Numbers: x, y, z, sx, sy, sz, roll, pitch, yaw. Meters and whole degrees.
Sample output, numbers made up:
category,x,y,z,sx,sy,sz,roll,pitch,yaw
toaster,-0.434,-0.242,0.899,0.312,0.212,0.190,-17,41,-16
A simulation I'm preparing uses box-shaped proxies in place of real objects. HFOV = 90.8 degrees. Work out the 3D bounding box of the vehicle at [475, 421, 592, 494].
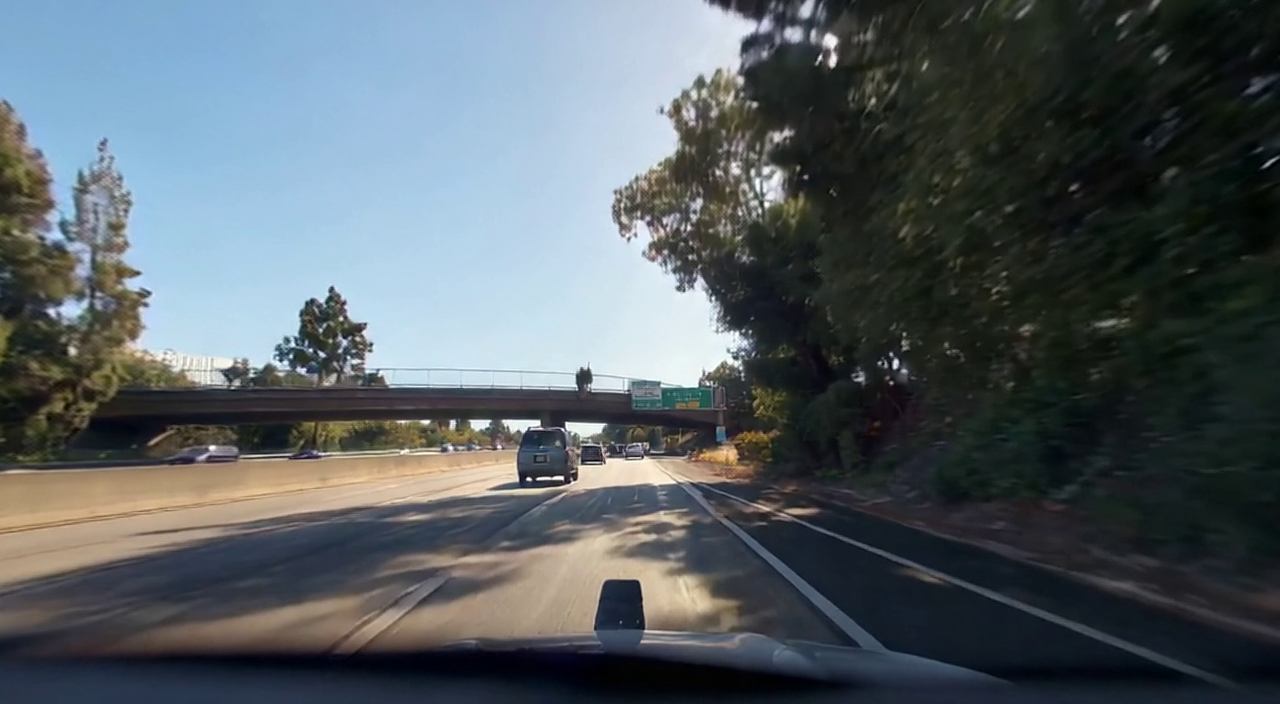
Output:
category,x,y,z,sx,sy,sz,roll,pitch,yaw
vehicle,-3.106,3.280,19.947,2.497,1.957,5.432,-1,-9,3

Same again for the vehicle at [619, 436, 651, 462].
category,x,y,z,sx,sy,sz,roll,pitch,yaw
vehicle,-0.362,7.414,48.281,2.306,1.857,4.657,0,-9,0

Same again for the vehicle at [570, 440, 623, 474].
category,x,y,z,sx,sy,sz,roll,pitch,yaw
vehicle,-2.078,5.190,31.484,2.068,1.539,4.720,-1,-9,3
